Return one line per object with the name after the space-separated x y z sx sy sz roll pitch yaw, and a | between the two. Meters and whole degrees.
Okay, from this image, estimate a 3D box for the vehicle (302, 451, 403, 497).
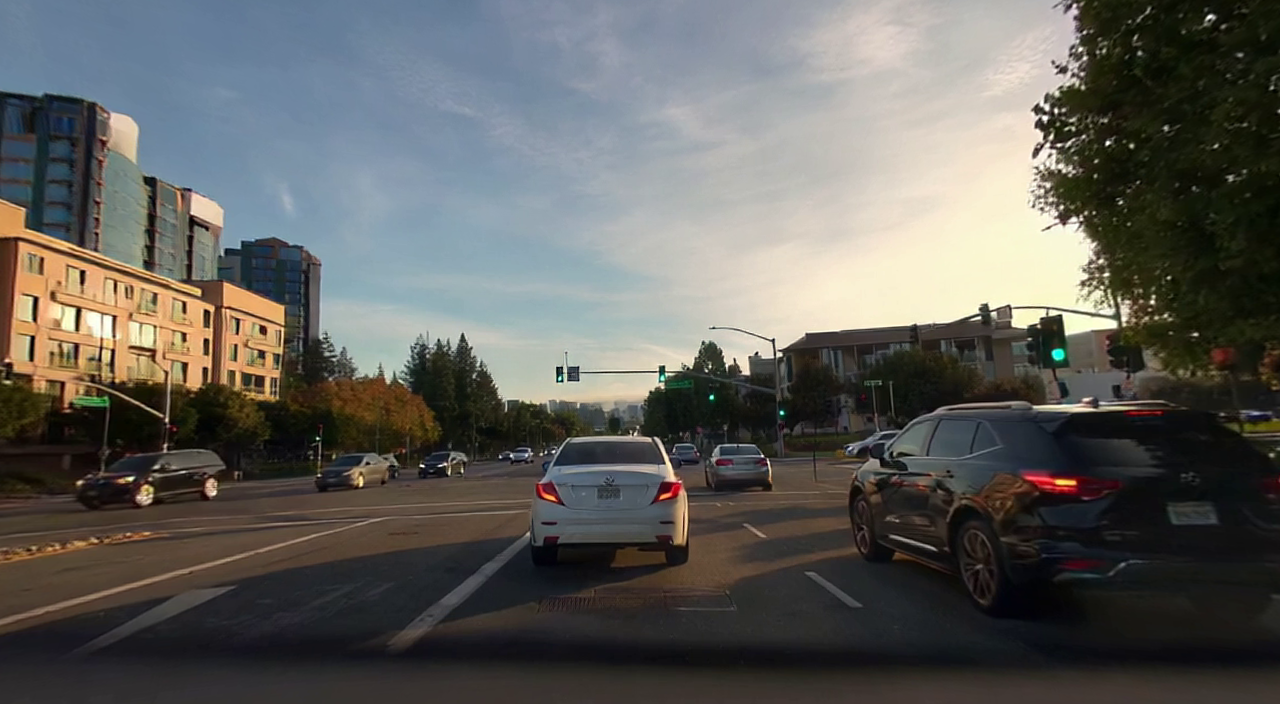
-11.503 4.873 25.634 1.903 1.627 4.308 -1 -8 2 | vehicle

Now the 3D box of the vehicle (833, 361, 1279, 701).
3.540 1.261 5.661 2.107 1.773 4.557 0 -8 -1 | vehicle

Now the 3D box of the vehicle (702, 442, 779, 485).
3.658 4.159 23.876 2.123 1.455 4.318 0 -8 -1 | vehicle

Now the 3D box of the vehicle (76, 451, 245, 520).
-15.000 4.128 20.147 1.974 1.894 4.244 0 -8 1 | vehicle

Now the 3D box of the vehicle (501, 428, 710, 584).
-0.337 1.795 8.195 2.034 1.500 3.966 0 -8 0 | vehicle

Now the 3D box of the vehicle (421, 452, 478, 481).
-11.361 6.851 37.959 1.992 1.562 4.361 0 -8 1 | vehicle
